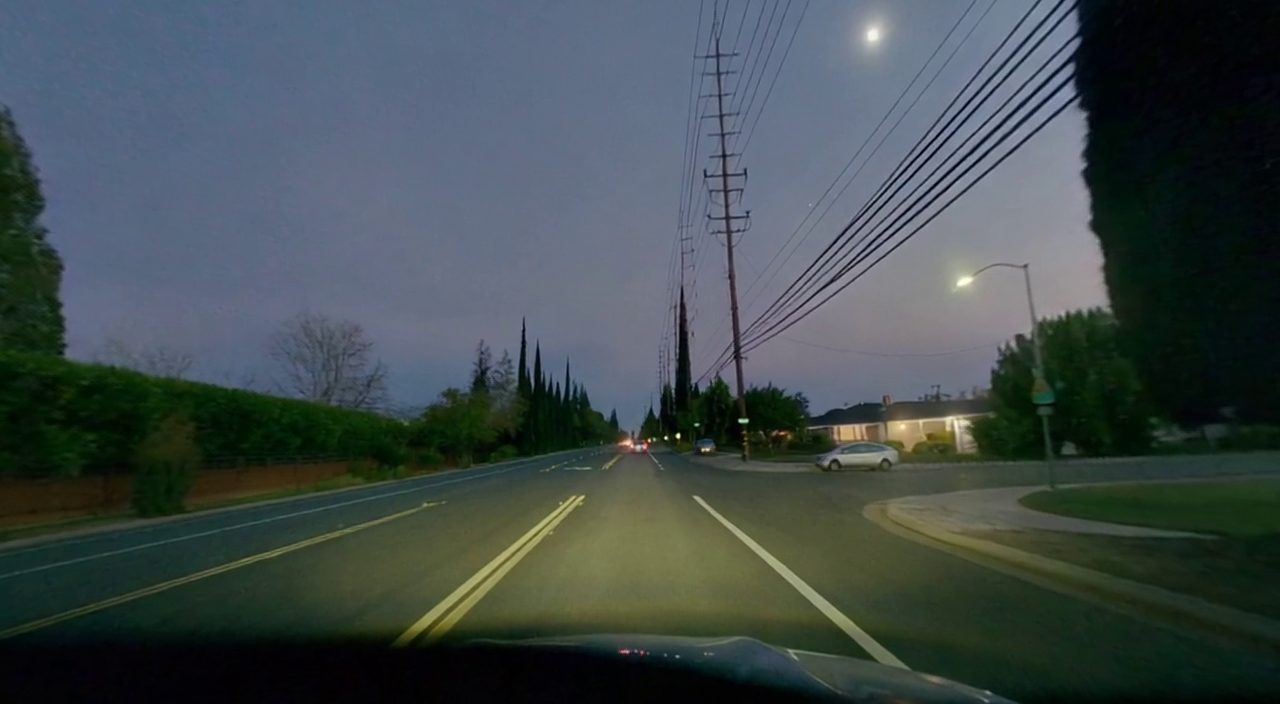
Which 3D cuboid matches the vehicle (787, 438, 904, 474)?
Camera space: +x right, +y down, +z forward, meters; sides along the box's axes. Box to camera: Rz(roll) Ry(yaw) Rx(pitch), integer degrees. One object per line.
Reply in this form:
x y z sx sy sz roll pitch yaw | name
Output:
8.761 4.475 27.209 4.487 1.461 1.874 -1 -9 8 | vehicle

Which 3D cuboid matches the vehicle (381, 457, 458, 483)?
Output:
-12.187 6.548 35.118 2.530 1.265 4.495 -1 -8 2 | vehicle
